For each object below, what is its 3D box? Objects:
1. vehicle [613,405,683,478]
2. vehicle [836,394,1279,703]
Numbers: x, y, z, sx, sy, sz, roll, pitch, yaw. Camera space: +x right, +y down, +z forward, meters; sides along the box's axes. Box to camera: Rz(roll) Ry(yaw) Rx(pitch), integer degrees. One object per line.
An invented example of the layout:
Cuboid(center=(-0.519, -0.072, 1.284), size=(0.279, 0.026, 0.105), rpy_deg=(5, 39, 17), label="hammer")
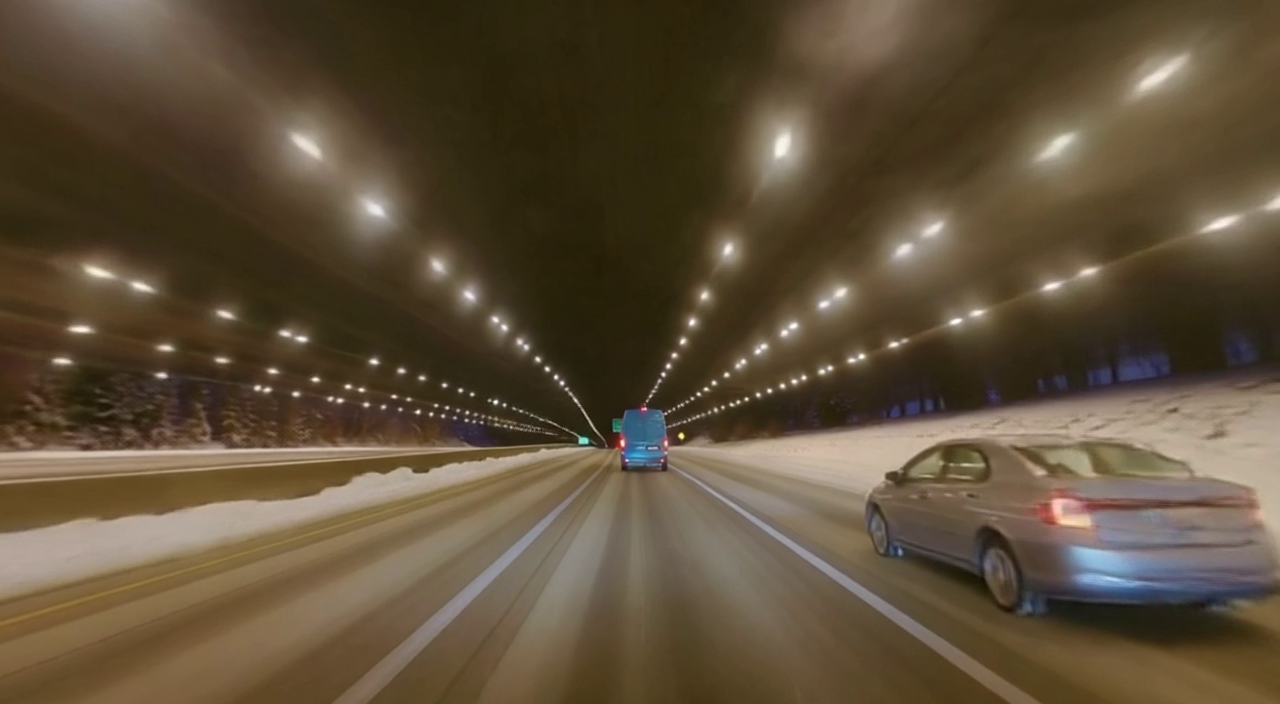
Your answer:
Cuboid(center=(0.234, 3.425, 24.174), size=(2.404, 2.459, 5.229), rpy_deg=(0, -8, -1), label="vehicle")
Cuboid(center=(3.299, 1.250, 5.010), size=(2.095, 1.553, 4.069), rpy_deg=(0, -8, -1), label="vehicle")
